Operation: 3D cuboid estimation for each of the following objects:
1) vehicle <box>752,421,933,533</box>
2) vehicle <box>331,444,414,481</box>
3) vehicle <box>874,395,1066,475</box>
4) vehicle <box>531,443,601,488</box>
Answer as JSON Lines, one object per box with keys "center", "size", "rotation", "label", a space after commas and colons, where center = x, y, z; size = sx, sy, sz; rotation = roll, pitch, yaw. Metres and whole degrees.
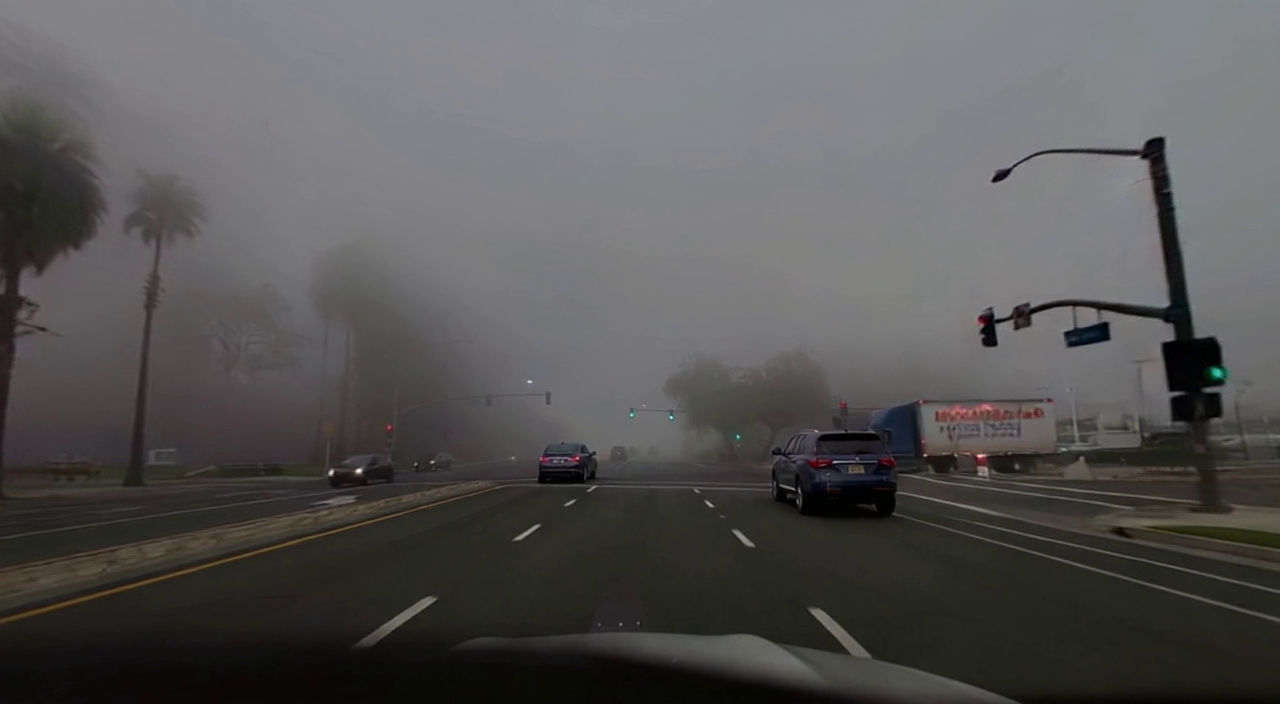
{"center": [3.527, 2.270, 11.995], "size": [1.982, 1.711, 4.276], "rotation": [0, -9, 0], "label": "vehicle"}
{"center": [-14.398, 5.966, 34.390], "size": [2.227, 1.768, 5.034], "rotation": [-2, -9, 1], "label": "vehicle"}
{"center": [14.891, 3.810, 28.911], "size": [7.195, 3.468, 2.597], "rotation": [0, -9, -2], "label": "vehicle"}
{"center": [-2.636, 4.153, 23.451], "size": [2.034, 1.498, 3.995], "rotation": [0, -9, 1], "label": "vehicle"}
